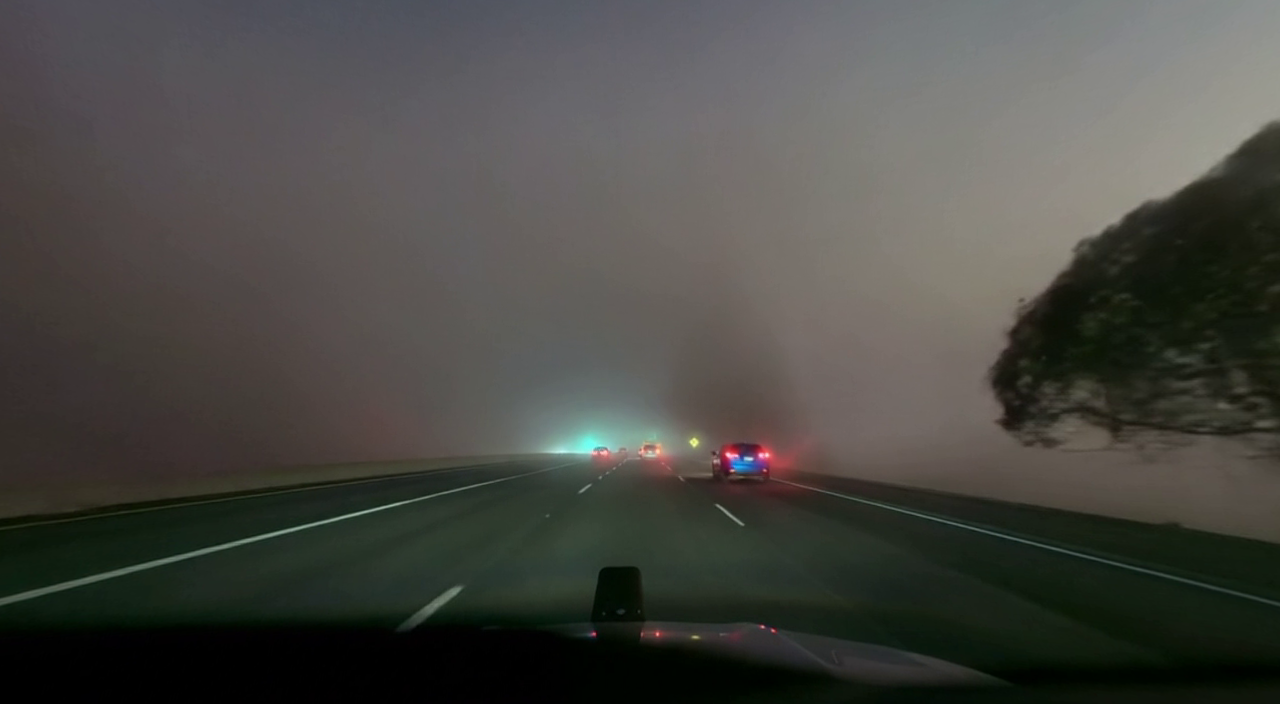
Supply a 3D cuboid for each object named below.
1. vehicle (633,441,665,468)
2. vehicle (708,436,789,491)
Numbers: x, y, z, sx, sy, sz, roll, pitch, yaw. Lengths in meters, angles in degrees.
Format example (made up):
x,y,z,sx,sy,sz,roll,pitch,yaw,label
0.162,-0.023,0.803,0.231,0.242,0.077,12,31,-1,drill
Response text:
x,y,z,sx,sy,sz,roll,pitch,yaw,label
0.607,7.291,44.932,2.205,1.785,4.423,1,-9,0,vehicle
3.713,3.911,22.437,2.082,1.720,4.393,1,-9,0,vehicle
